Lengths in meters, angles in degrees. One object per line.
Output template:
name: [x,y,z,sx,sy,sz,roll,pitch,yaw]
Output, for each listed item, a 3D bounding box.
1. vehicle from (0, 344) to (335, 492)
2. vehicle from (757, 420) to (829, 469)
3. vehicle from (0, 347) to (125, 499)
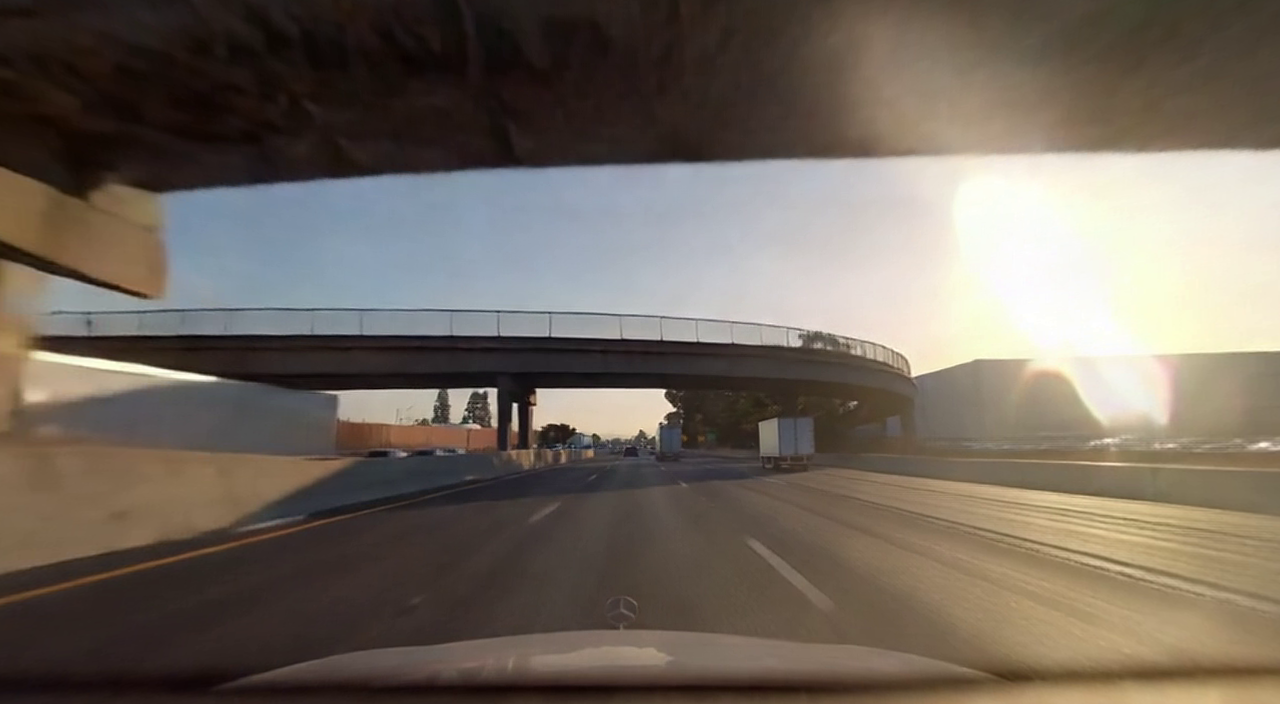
vehicle: [-17.343,2.930,24.662,3.059,3.950,15.669,0,-9,0]
vehicle: [11.105,6.910,47.027,2.912,3.293,9.588,0,-9,0]
vehicle: [-17.471,1.668,15.047,3.000,3.731,8.444,0,-9,1]
